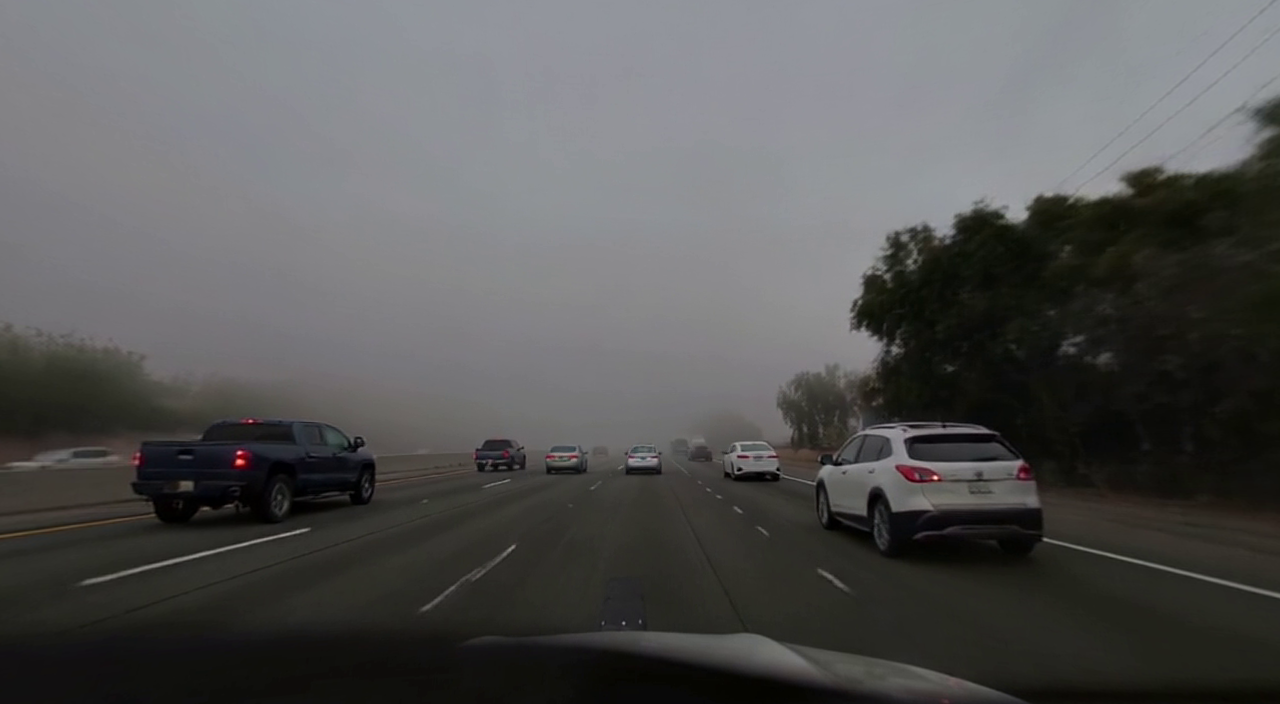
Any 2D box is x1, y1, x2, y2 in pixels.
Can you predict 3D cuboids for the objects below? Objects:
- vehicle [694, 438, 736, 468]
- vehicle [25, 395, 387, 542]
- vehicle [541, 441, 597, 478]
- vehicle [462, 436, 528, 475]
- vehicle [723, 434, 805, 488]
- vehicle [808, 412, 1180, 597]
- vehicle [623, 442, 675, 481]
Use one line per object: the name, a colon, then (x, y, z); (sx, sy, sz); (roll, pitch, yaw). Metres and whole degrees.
vehicle: (4.755, 6.530, 40.834); (2.195, 1.778, 4.455); (0, -8, 0)
vehicle: (-6.967, 1.985, 11.360); (2.269, 1.936, 5.777); (0, -9, 2)
vehicle: (-3.056, 4.721, 27.923); (1.904, 1.479, 4.274); (0, -9, 1)
vehicle: (-6.681, 4.845, 29.627); (1.978, 1.680, 4.263); (0, -9, 1)
vehicle: (4.203, 3.764, 22.085); (2.002, 1.691, 4.290); (0, -9, 0)
vehicle: (3.665, 1.657, 7.714); (2.051, 1.595, 4.301); (0, -9, 0)
vehicle: (0.357, 4.444, 25.945); (1.966, 1.444, 3.986); (0, -9, 0)
